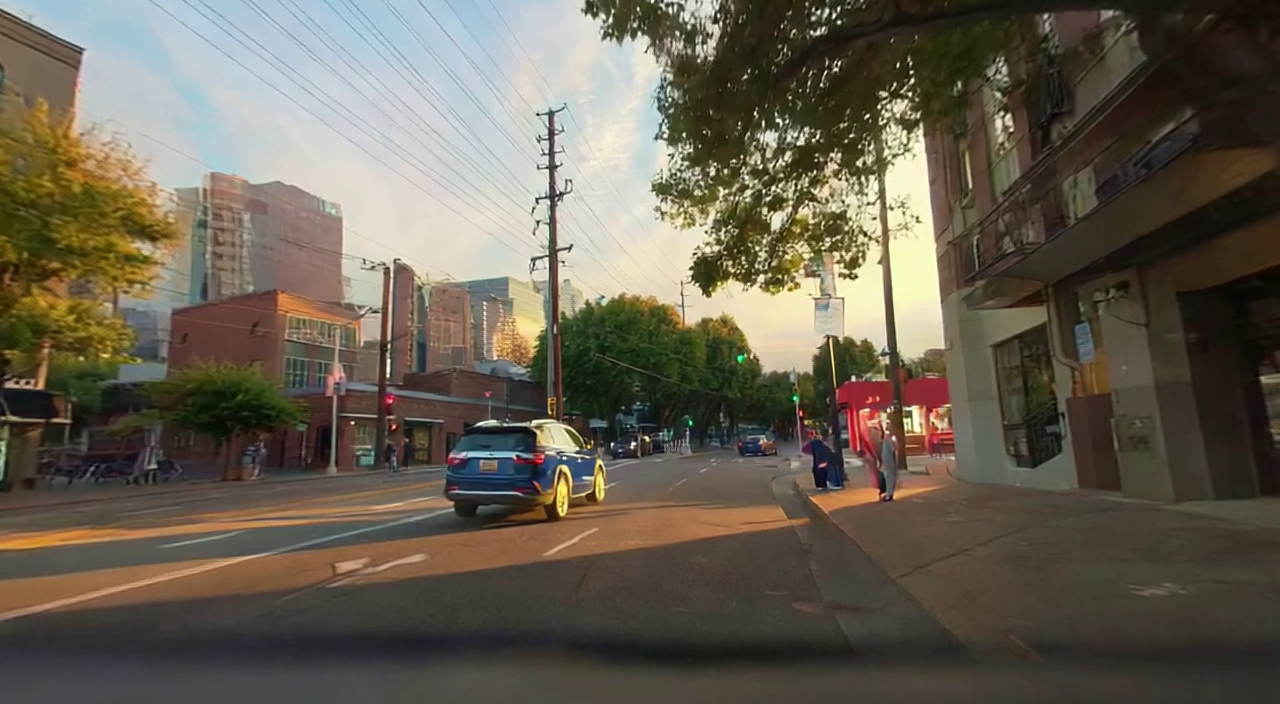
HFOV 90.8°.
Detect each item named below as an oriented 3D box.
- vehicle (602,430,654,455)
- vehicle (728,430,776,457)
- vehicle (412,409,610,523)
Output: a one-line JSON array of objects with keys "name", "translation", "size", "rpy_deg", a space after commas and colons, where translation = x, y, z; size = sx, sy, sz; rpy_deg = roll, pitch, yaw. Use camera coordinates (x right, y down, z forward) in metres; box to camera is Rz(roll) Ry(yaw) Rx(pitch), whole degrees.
[{"name": "vehicle", "translation": [-0.760, 6.428, 44.916], "size": [2.017, 1.684, 4.483], "rpy_deg": [-4, -9, 23]}, {"name": "vehicle", "translation": [6.718, 5.435, 37.447], "size": [2.006, 1.470, 4.099], "rpy_deg": [-3, -9, 21]}, {"name": "vehicle", "translation": [-2.127, 2.071, 11.981], "size": [2.101, 1.721, 4.364], "rpy_deg": [-2, -8, 11]}]
